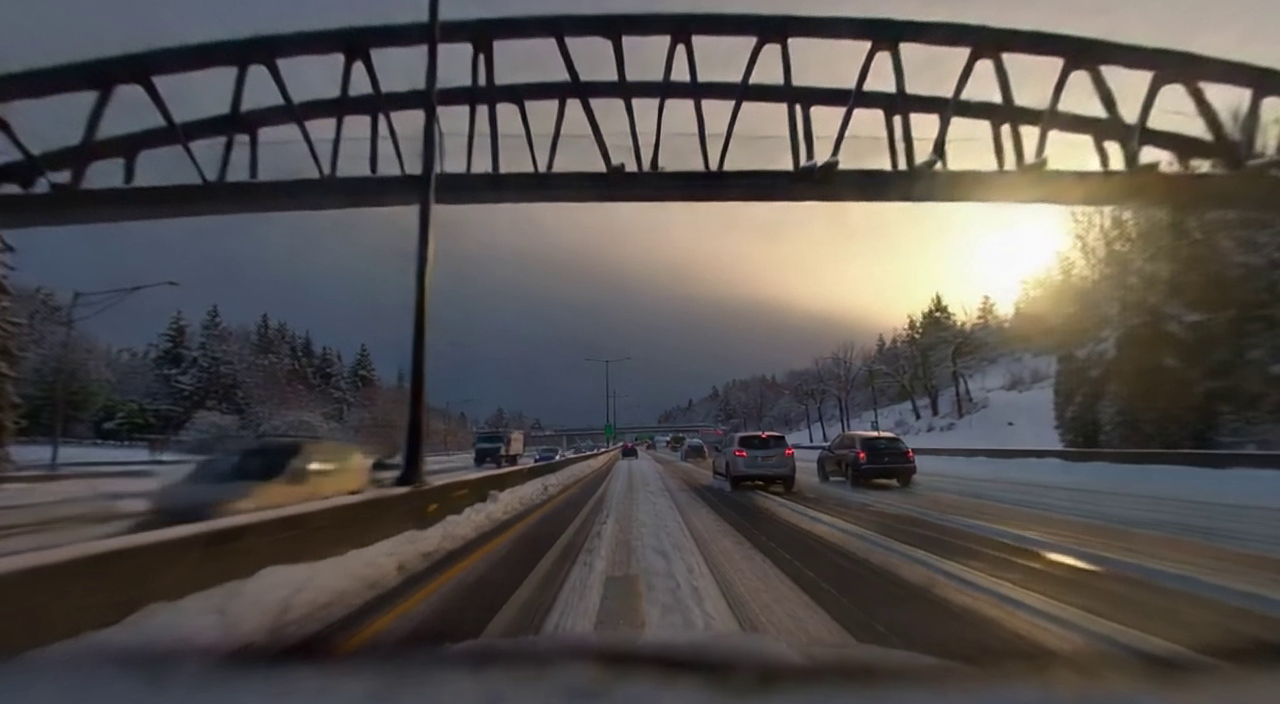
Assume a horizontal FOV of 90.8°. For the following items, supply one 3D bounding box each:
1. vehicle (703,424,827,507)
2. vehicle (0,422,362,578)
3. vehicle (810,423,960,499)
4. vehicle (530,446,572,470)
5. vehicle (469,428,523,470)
[{"bbox_3d":[2.856,2.712,15.513,2.059,1.711,4.302,0,-9,-1],"label":"vehicle"},{"bbox_3d":[-5.915,1.902,8.957,2.019,1.633,4.367,0,-9,-1],"label":"vehicle"},{"bbox_3d":[6.522,2.973,17.606,2.040,1.801,4.959,0,-9,-2],"label":"vehicle"},{"bbox_3d":[-5.737,6.855,41.191,2.026,1.474,4.578,0,-9,0],"label":"vehicle"},{"bbox_3d":[-10.162,6.944,45.205,2.307,2.726,6.596,0,-9,0],"label":"vehicle"}]
